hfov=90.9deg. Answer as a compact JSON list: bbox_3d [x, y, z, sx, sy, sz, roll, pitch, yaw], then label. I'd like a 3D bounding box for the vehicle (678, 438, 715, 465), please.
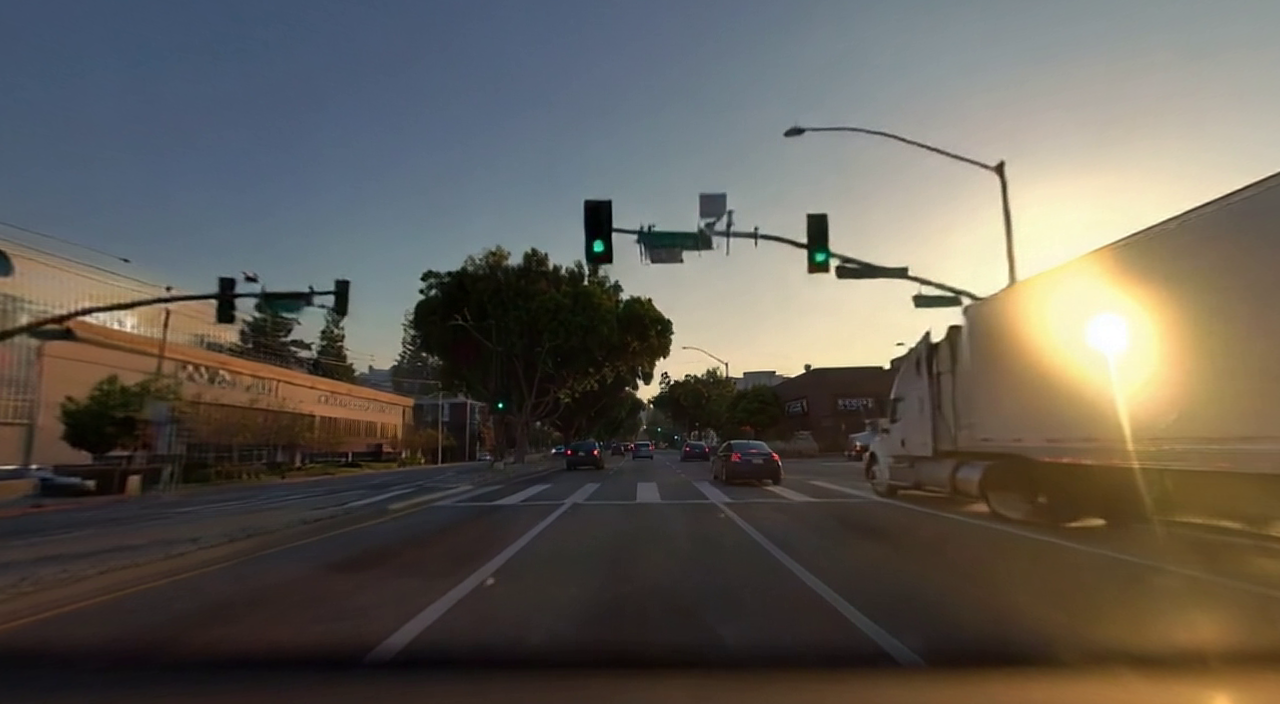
[{"bbox_3d":[3.735,6.628,42.042,2.050,1.683,3.990,0,-8,0],"label":"vehicle"}]

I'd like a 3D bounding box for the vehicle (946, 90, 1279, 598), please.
[{"bbox_3d":[7.096,-0.518,2.336,3.383,4.268,17.469,0,-8,1],"label":"vehicle"}]

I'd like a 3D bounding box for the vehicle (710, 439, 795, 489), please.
[{"bbox_3d":[3.573,3.630,20.747,1.972,1.452,4.189,0,-8,-1],"label":"vehicle"}]

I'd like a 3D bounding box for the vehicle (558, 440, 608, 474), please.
[{"bbox_3d":[-2.712,5.104,30.911,2.003,1.509,4.396,0,-8,1],"label":"vehicle"}]
